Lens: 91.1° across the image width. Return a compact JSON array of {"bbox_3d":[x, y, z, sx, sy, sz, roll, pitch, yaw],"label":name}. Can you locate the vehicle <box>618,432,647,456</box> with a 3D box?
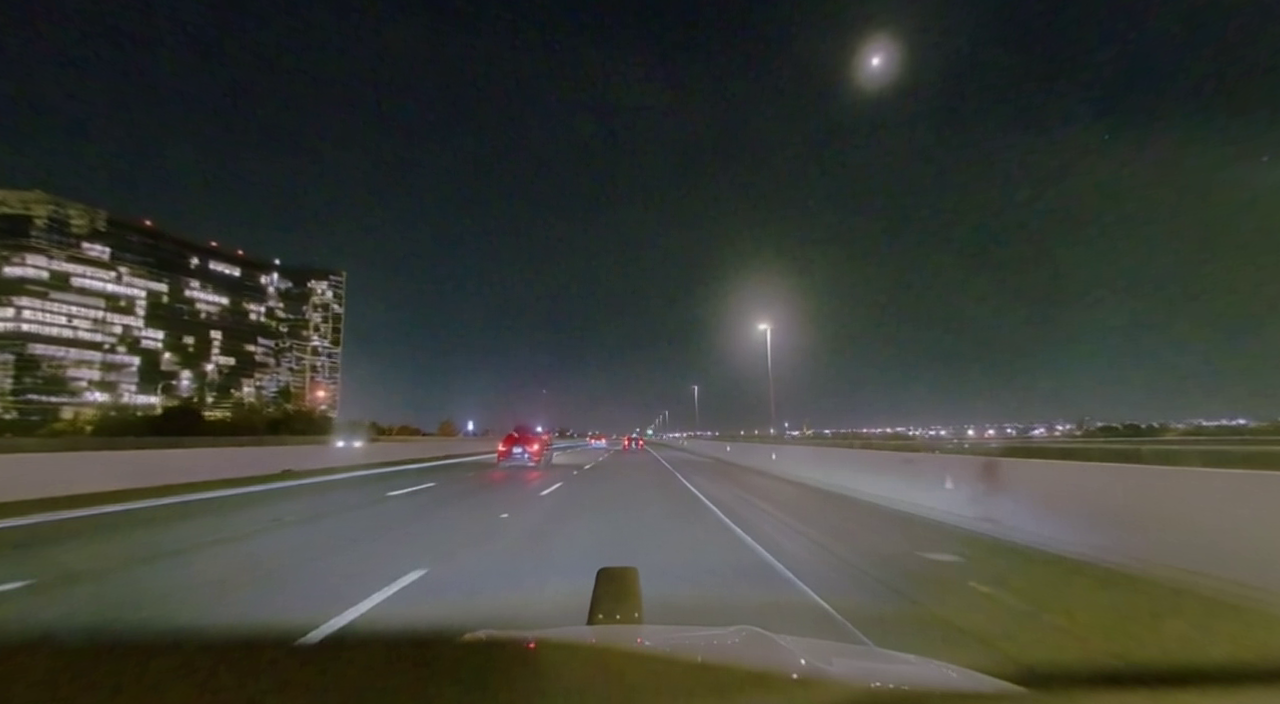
[{"bbox_3d":[-0.531,6.775,46.406,2.036,1.637,4.009,0,-8,-1],"label":"vehicle"}]

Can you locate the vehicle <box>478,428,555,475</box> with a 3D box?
[{"bbox_3d":[-4.531,3.725,23.825,2.036,1.612,4.510,0,-8,0],"label":"vehicle"}]

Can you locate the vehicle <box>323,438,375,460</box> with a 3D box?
[{"bbox_3d":[-20.692,6.899,44.880,1.796,1.463,3.972,0,-8,0],"label":"vehicle"}]
